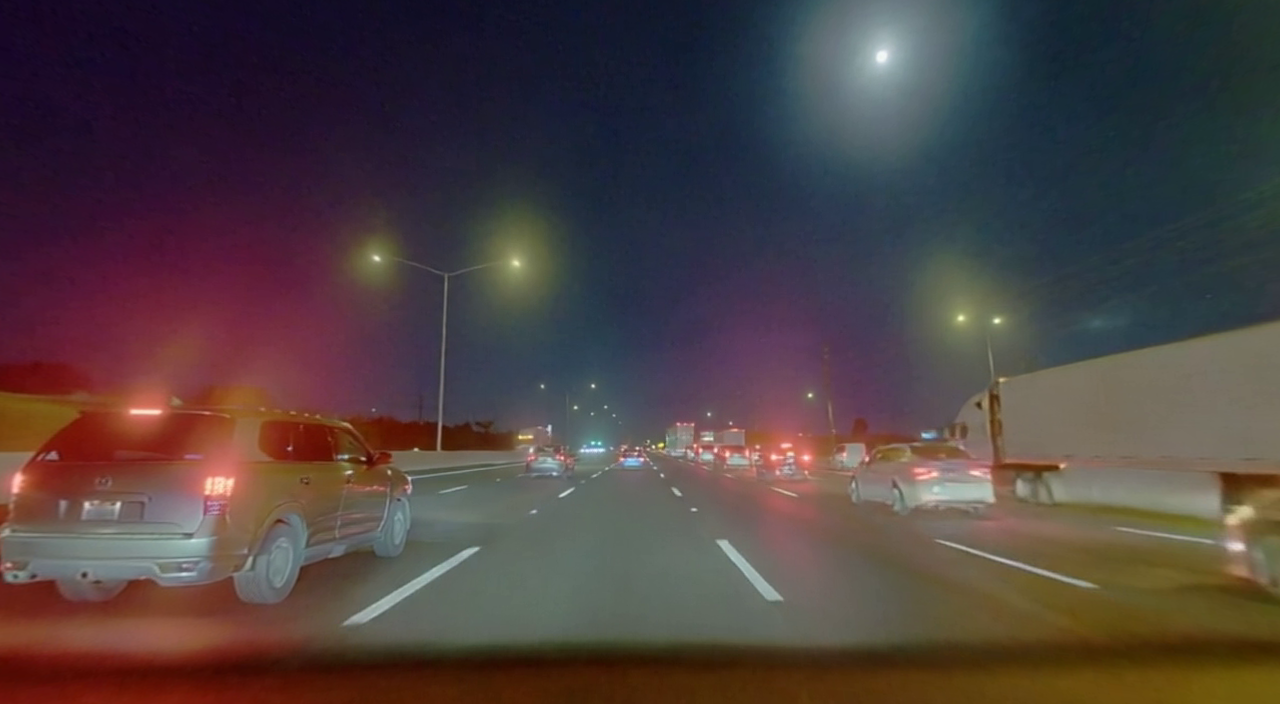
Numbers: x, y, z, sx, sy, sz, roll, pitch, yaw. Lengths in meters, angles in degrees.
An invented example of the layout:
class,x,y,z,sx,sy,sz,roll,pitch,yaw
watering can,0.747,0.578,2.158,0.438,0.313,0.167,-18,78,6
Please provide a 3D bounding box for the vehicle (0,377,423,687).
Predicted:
class,x,y,z,sx,sy,sz,roll,pitch,yaw
vehicle,-3.848,1.317,5.755,2.127,1.705,4.374,0,-9,0

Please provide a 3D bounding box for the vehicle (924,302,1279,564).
class,x,y,z,sx,sy,sz,roll,pitch,yaw
vehicle,10.129,1.706,12.484,3.442,3.405,11.948,0,-9,0

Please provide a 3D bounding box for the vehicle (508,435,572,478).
class,x,y,z,sx,sy,sz,roll,pitch,yaw
vehicle,-4.578,4.886,29.551,2.147,1.825,4.602,0,-9,1

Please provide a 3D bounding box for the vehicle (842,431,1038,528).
class,x,y,z,sx,sy,sz,roll,pitch,yaw
vehicle,5.851,2.508,12.970,1.989,1.642,4.082,1,-9,0

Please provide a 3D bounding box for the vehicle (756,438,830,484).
class,x,y,z,sx,sy,sz,roll,pitch,yaw
vehicle,6.127,4.409,25.777,1.977,1.705,4.078,1,-9,0

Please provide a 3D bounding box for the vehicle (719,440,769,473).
class,x,y,z,sx,sy,sz,roll,pitch,yaw
vehicle,6.070,6.179,37.360,2.086,1.783,4.868,1,-9,-1

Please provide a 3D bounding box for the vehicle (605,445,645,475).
class,x,y,z,sx,sy,sz,roll,pitch,yaw
vehicle,-0.795,5.882,34.504,2.060,1.508,4.308,1,-9,0
